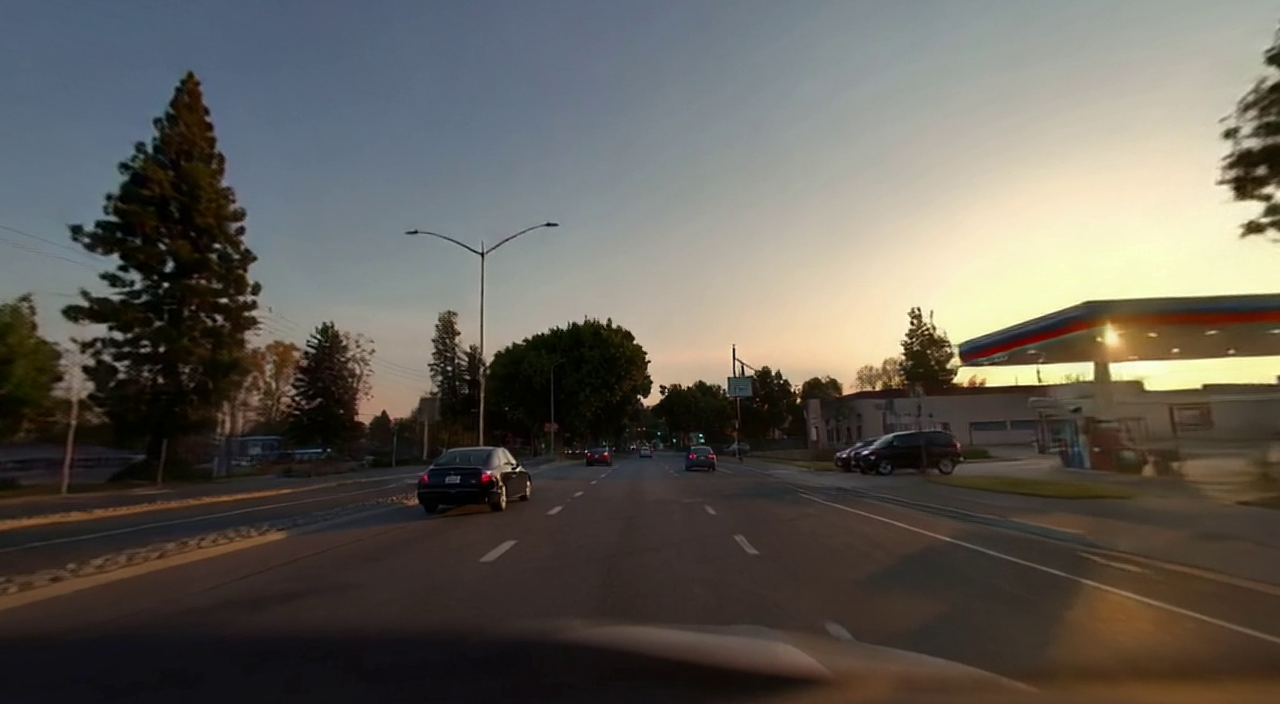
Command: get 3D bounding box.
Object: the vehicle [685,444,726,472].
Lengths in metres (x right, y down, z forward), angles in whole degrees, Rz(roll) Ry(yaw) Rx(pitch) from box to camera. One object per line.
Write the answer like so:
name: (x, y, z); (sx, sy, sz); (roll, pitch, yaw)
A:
vehicle: (3.623, 5.935, 35.544); (1.883, 1.465, 3.975); (0, -8, 0)

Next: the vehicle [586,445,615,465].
vehicle: (-2.898, 7.721, 47.395); (1.841, 1.474, 4.038); (0, -8, 1)

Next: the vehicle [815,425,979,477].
vehicle: (10.815, 4.234, 26.972); (5.931, 1.872, 2.264); (-3, -8, 3)

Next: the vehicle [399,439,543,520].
vehicle: (-3.437, 2.662, 13.778); (1.803, 1.463, 4.422); (0, -8, 2)
